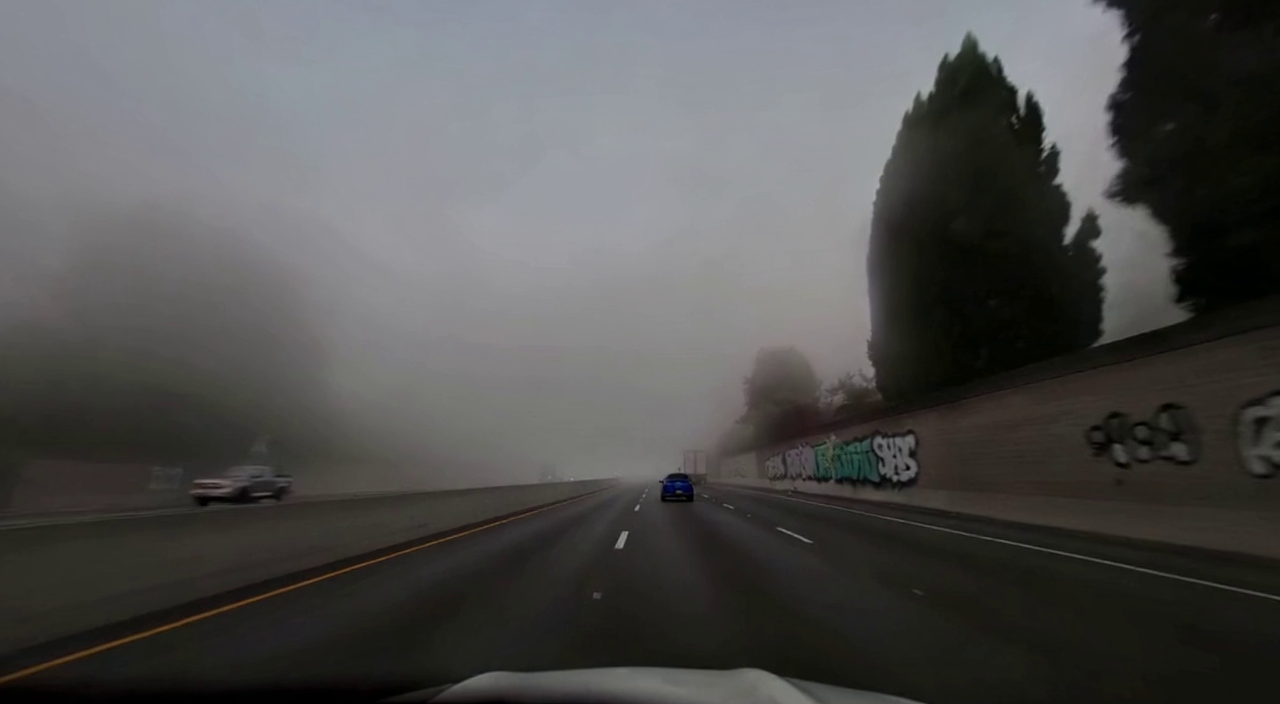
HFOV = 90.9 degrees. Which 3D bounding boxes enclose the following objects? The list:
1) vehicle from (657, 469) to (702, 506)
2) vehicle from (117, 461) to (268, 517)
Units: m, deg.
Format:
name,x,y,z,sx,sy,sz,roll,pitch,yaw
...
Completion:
name,x,y,z,sx,sy,sz,roll,pitch,yaw
vehicle,1.849,6.524,30.551,2.011,1.574,3.512,1,-10,1
vehicle,-17.633,5.406,25.258,2.209,1.936,4.979,1,-10,1
